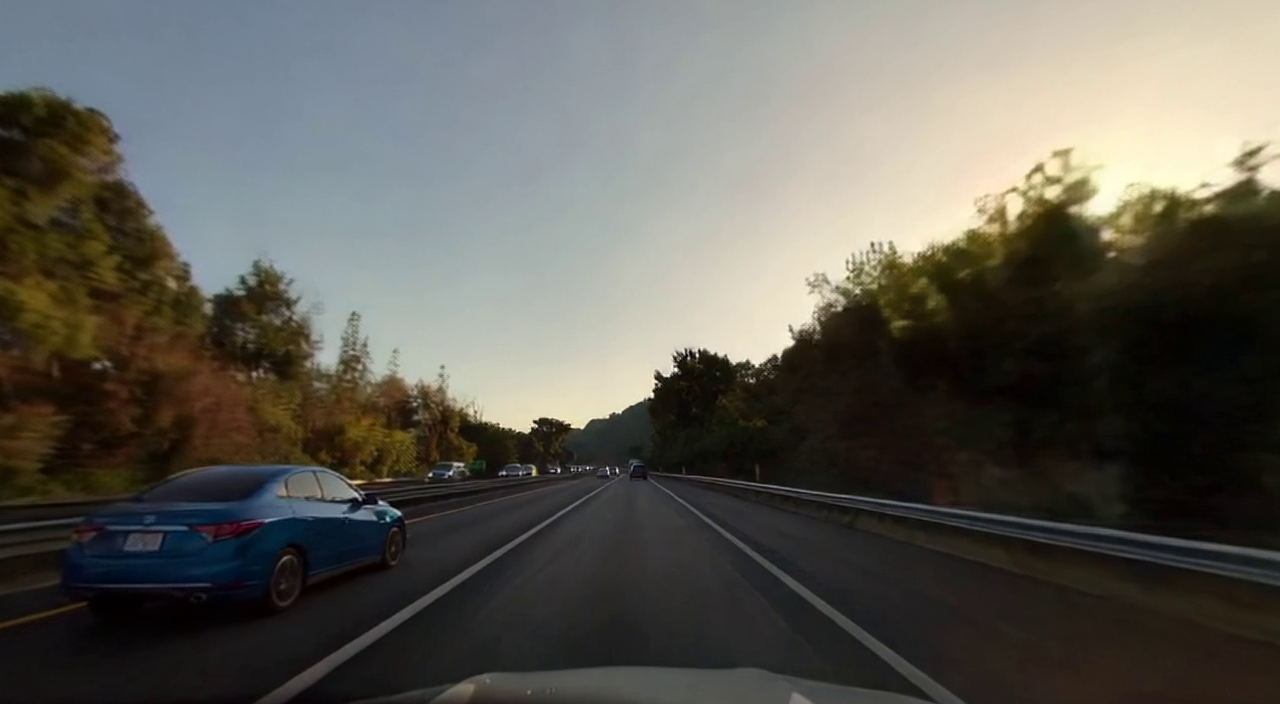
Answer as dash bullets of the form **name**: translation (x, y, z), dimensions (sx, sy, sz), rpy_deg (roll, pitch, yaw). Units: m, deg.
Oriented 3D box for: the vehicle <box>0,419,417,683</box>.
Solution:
- **vehicle**: translation (-3.821, 1.542, 5.809), dimensions (2.017, 1.516, 4.041), rpy_deg (1, -11, 0)
